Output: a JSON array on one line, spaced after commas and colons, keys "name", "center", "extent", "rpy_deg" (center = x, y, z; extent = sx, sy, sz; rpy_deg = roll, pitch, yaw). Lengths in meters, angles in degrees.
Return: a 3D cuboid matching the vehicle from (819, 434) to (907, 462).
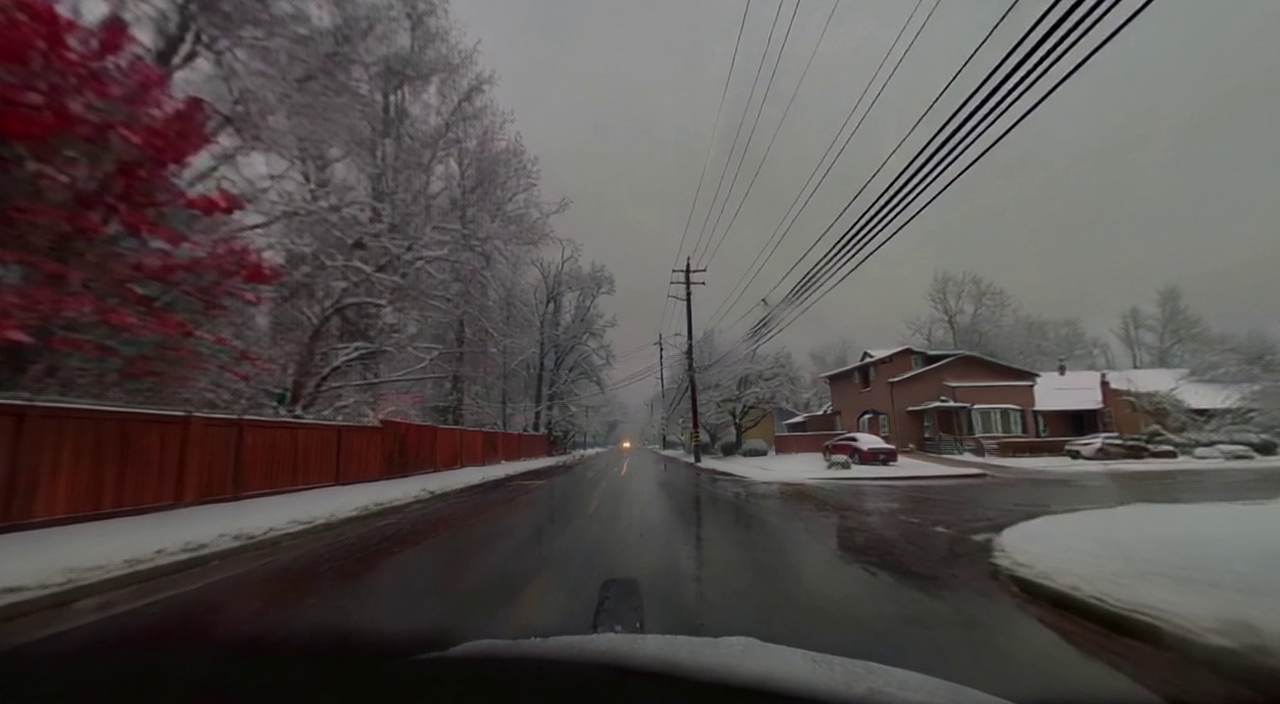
[{"name": "vehicle", "center": [12.374, 5.358, 35.351], "extent": [4.286, 1.525, 2.219], "rpy_deg": [-1, -9, 10]}]
